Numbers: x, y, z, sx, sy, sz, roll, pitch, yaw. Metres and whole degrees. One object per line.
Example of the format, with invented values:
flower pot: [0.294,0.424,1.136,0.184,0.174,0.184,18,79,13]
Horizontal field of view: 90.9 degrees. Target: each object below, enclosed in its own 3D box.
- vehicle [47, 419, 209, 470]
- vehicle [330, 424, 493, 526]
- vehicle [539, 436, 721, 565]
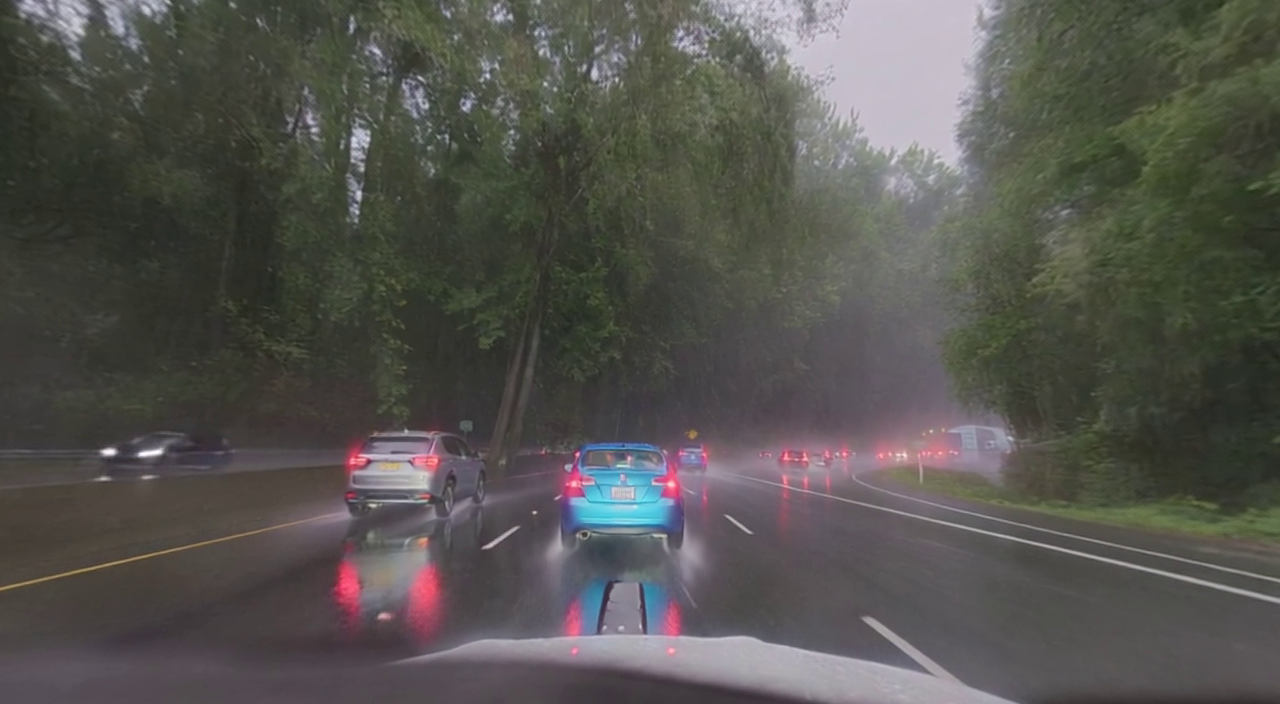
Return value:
vehicle: [-16.457,3.030,20.604,1.863,1.478,4.146,0,-9,-2]
vehicle: [-4.344,2.395,12.767,1.830,1.703,4.142,0,-9,-2]
vehicle: [-0.188,2.063,9.520,2.120,1.478,4.179,0,-9,-2]
